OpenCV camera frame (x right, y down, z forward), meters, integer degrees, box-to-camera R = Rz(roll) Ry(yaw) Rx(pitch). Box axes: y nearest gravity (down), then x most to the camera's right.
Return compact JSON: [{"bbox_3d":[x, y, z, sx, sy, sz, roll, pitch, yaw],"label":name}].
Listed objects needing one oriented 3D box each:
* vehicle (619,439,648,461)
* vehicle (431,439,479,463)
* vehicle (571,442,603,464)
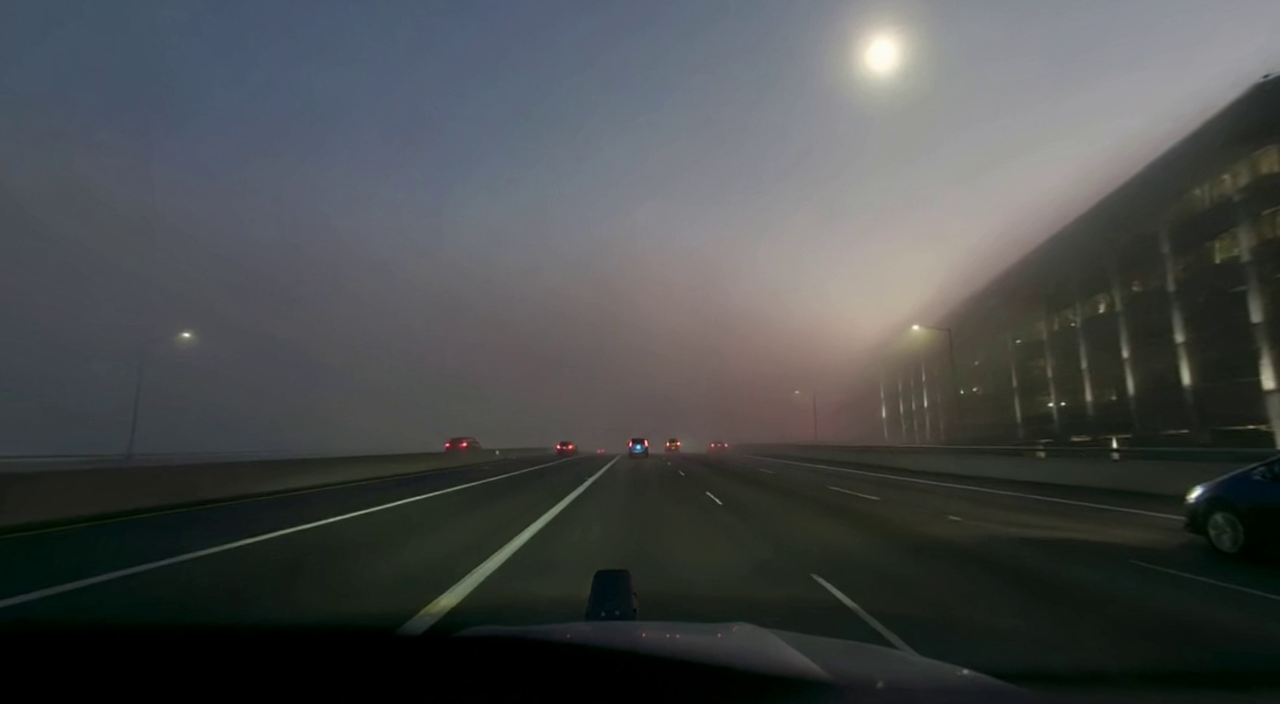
[{"bbox_3d":[-0.432,7.117,45.877,2.036,1.542,3.891,0,-8,0],"label":"vehicle"},{"bbox_3d":[-12.597,6.754,43.093,1.901,1.488,4.435,0,-8,1],"label":"vehicle"},{"bbox_3d":[-3.552,6.781,42.423,1.825,1.347,3.773,0,-8,0],"label":"vehicle"}]
